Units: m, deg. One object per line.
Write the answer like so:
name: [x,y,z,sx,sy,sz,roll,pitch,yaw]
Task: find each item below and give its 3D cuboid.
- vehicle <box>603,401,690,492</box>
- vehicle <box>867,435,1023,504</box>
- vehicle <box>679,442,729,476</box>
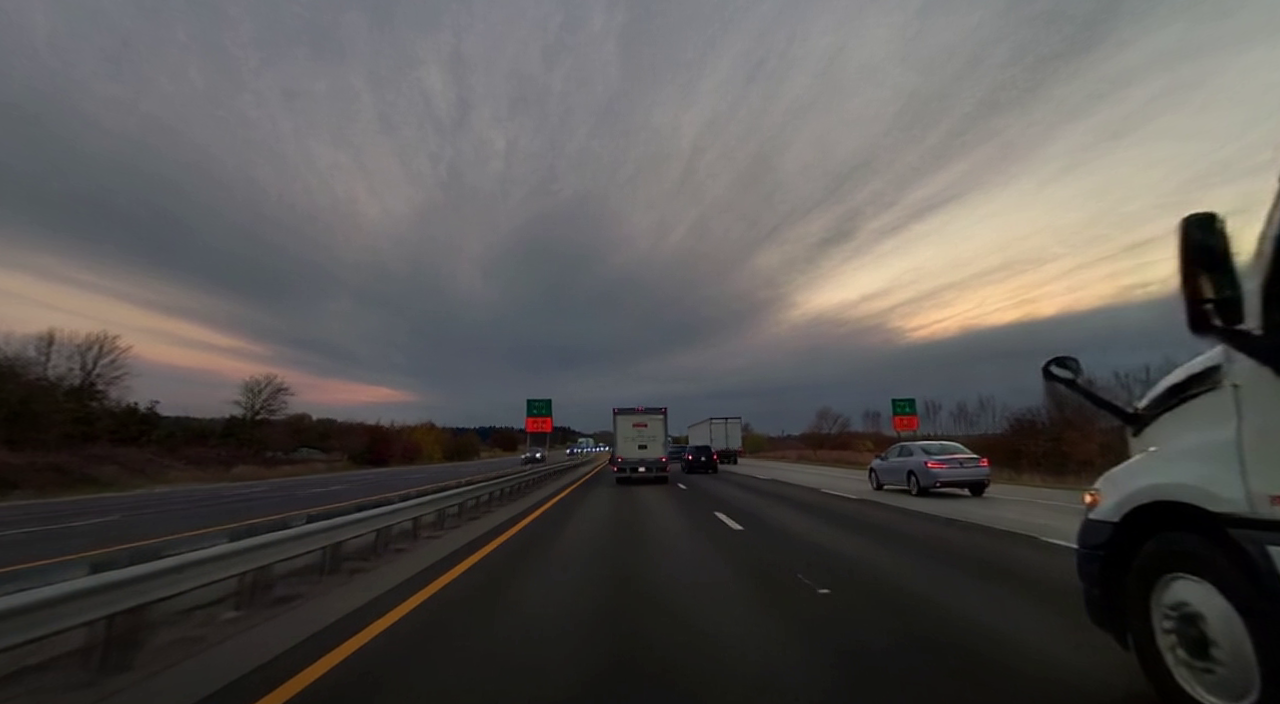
vehicle: [0.424,3.353,22.244,2.506,2.743,6.093,-1,-9,6]
vehicle: [7.548,2.937,16.022,1.988,1.534,3.763,0,-9,-2]
vehicle: [3.257,5.529,32.557,2.127,1.642,3.899,0,-9,-1]
